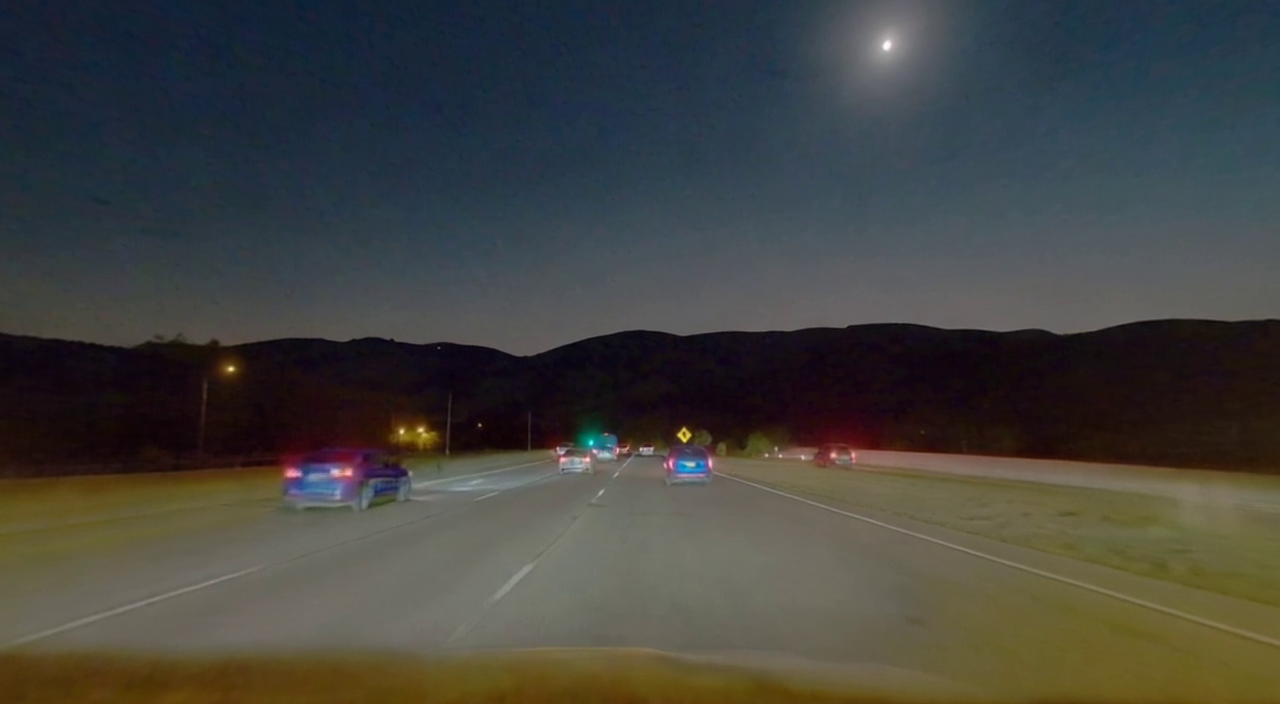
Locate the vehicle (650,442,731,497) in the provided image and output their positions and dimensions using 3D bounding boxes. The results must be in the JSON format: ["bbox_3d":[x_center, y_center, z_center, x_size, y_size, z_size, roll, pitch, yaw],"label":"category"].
[{"bbox_3d":[1.439,3.586,19.727,2.050,1.491,4.362,0,-8,-1],"label":"vehicle"}]

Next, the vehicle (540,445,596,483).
[{"bbox_3d":[-3.101,4.927,28.072,1.990,1.501,4.250,-1,-8,0],"label":"vehicle"}]

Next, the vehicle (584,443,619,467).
[{"bbox_3d":[-2.755,7.493,46.025,2.270,1.660,4.101,0,-8,0],"label":"vehicle"}]

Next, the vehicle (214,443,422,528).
[{"bbox_3d":[-6.651,2.762,13.806,2.012,1.504,4.729,-1,-8,1],"label":"vehicle"}]
